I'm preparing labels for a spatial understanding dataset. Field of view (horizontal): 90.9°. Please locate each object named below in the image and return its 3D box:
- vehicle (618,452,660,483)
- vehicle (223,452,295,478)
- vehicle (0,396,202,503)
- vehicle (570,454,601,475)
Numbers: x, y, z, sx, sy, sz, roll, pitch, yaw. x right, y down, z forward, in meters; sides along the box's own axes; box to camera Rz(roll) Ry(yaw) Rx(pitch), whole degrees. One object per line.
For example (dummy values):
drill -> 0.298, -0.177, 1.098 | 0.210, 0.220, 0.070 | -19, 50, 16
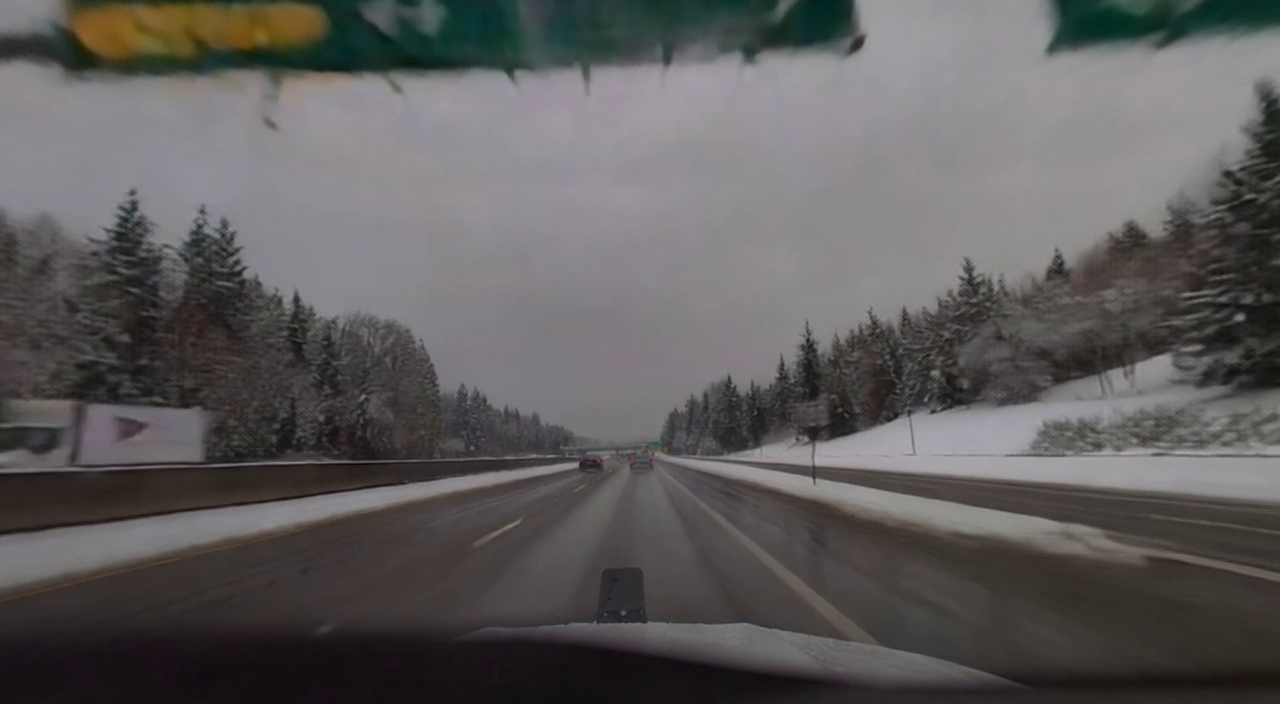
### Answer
vehicle -> -0.055, 5.873, 32.195 | 2.002, 1.449, 3.612 | 0, -9, -1
vehicle -> -24.443, 7.264, 40.662 | 1.942, 1.583, 4.563 | 0, -9, -3
vehicle -> -23.928, 4.301, 27.538 | 2.934, 3.856, 9.459 | 0, -9, -2
vehicle -> -3.977, 8.324, 46.756 | 1.877, 1.504, 3.799 | 0, -9, 1
